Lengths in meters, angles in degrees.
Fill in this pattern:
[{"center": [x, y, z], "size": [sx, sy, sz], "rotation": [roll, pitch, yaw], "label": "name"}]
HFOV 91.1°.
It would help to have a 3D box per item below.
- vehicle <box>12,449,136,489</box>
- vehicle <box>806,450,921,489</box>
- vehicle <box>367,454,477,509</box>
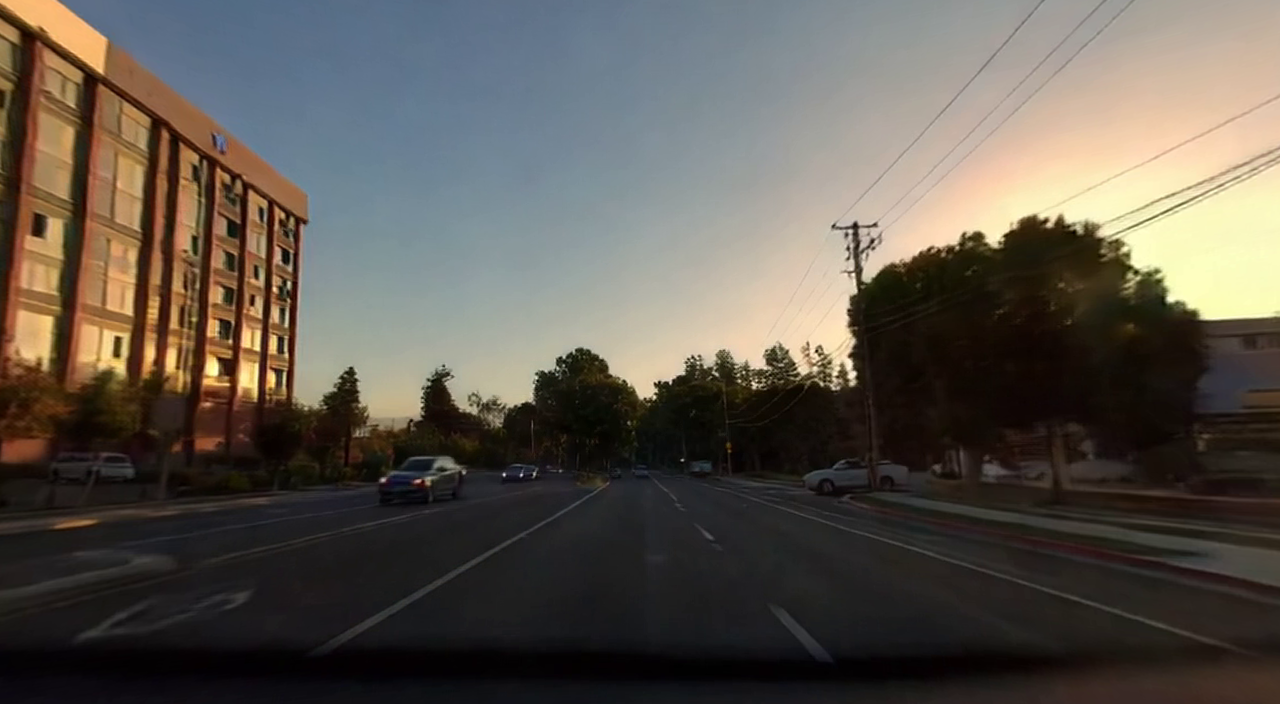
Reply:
[{"center": [-27.578, 5.748, 30.714], "size": [3.770, 1.737, 2.102], "rotation": [1, -15, -1], "label": "vehicle"}, {"center": [11.055, 5.830, 31.320], "size": [4.903, 1.831, 2.098], "rotation": [0, -9, 2], "label": "vehicle"}, {"center": [-7.596, 4.531, 22.432], "size": [2.220, 1.681, 4.633], "rotation": [0, -9, 0], "label": "vehicle"}]
